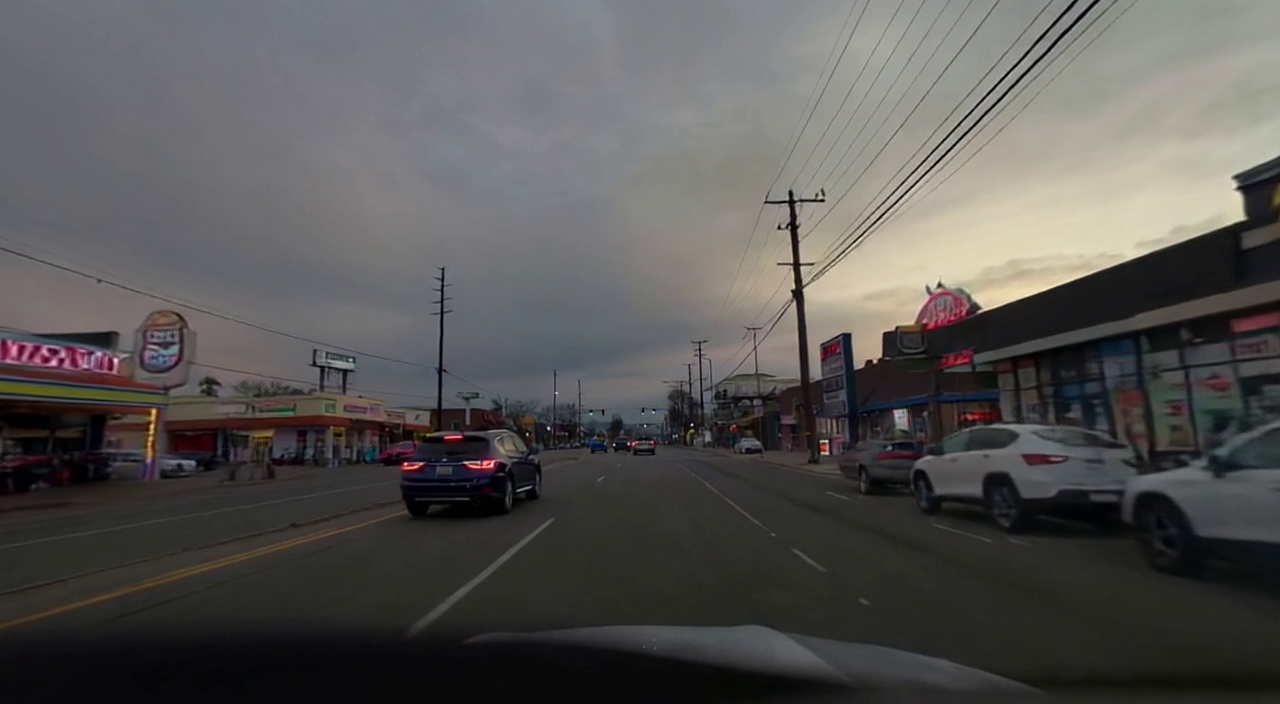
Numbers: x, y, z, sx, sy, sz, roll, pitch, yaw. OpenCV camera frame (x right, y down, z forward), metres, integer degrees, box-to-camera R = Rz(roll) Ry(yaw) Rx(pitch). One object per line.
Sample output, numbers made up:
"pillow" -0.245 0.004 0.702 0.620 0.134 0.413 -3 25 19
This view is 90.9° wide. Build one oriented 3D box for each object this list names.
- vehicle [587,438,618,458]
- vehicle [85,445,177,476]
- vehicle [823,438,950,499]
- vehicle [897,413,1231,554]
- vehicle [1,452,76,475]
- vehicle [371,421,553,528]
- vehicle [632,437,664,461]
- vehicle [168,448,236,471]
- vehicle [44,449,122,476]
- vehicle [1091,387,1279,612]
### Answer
"vehicle" -2.881 7.483 49.009 1.950 1.450 4.257 0 -9 2
"vehicle" -31.035 6.610 38.442 4.589 1.779 2.154 -3 -9 20
"vehicle" 6.775 3.223 17.853 1.896 1.497 4.032 0 -9 -1
"vehicle" 6.533 2.085 10.743 2.129 1.802 5.084 0 -9 0
"vehicle" -39.996 7.378 41.891 4.129 1.442 1.732 -3 -9 19
"vehicle" -3.073 2.228 12.019 2.049 1.646 4.445 0 -9 2
"vehicle" 0.523 6.407 41.646 2.037 1.484 4.073 0 -9 0
"vehicle" -32.260 7.914 46.428 4.435 1.483 1.990 -5 -8 23
"vehicle" -35.472 7.034 40.093 4.731 1.511 1.768 -5 -7 22
"vehicle" 6.333 1.139 4.668 2.116 1.836 5.235 0 -9 1
